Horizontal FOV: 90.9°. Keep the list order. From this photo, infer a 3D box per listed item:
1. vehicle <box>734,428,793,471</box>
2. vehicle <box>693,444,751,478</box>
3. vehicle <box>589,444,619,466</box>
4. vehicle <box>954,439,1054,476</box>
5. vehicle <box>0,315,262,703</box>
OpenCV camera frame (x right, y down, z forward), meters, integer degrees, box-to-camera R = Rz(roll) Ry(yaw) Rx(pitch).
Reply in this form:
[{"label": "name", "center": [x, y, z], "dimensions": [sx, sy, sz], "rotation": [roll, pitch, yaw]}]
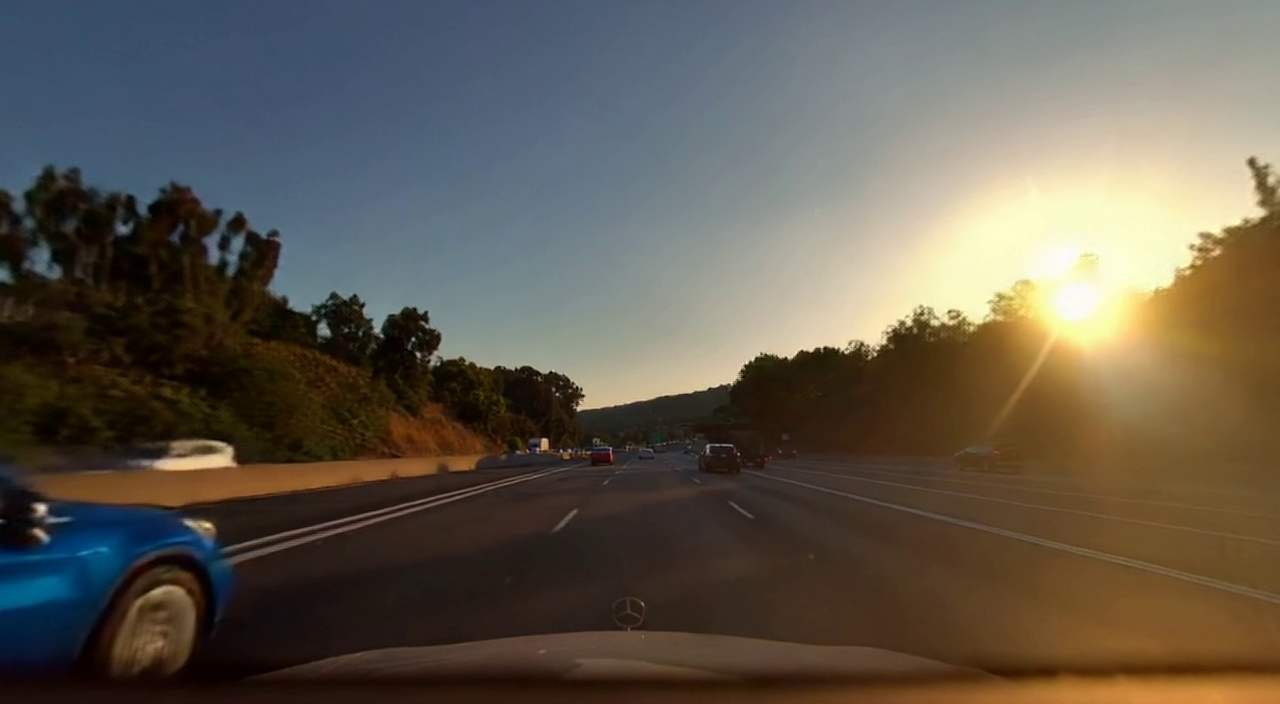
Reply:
[{"label": "vehicle", "center": [8.111, 6.498, 42.059], "dimensions": [2.729, 2.628, 4.875], "rotation": [0, -9, -2]}, {"label": "vehicle", "center": [3.860, 5.217, 30.389], "dimensions": [2.080, 1.493, 4.674], "rotation": [0, -9, -1]}, {"label": "vehicle", "center": [-2.730, 8.011, 49.124], "dimensions": [2.060, 1.587, 4.093], "rotation": [0, -9, 1]}, {"label": "vehicle", "center": [21.312, 6.182, 37.344], "dimensions": [2.221, 1.995, 5.803], "rotation": [0, -9, -3]}, {"label": "vehicle", "center": [-3.440, 0.587, 1.112], "dimensions": [2.218, 1.764, 5.229], "rotation": [0, -9, 1]}]
